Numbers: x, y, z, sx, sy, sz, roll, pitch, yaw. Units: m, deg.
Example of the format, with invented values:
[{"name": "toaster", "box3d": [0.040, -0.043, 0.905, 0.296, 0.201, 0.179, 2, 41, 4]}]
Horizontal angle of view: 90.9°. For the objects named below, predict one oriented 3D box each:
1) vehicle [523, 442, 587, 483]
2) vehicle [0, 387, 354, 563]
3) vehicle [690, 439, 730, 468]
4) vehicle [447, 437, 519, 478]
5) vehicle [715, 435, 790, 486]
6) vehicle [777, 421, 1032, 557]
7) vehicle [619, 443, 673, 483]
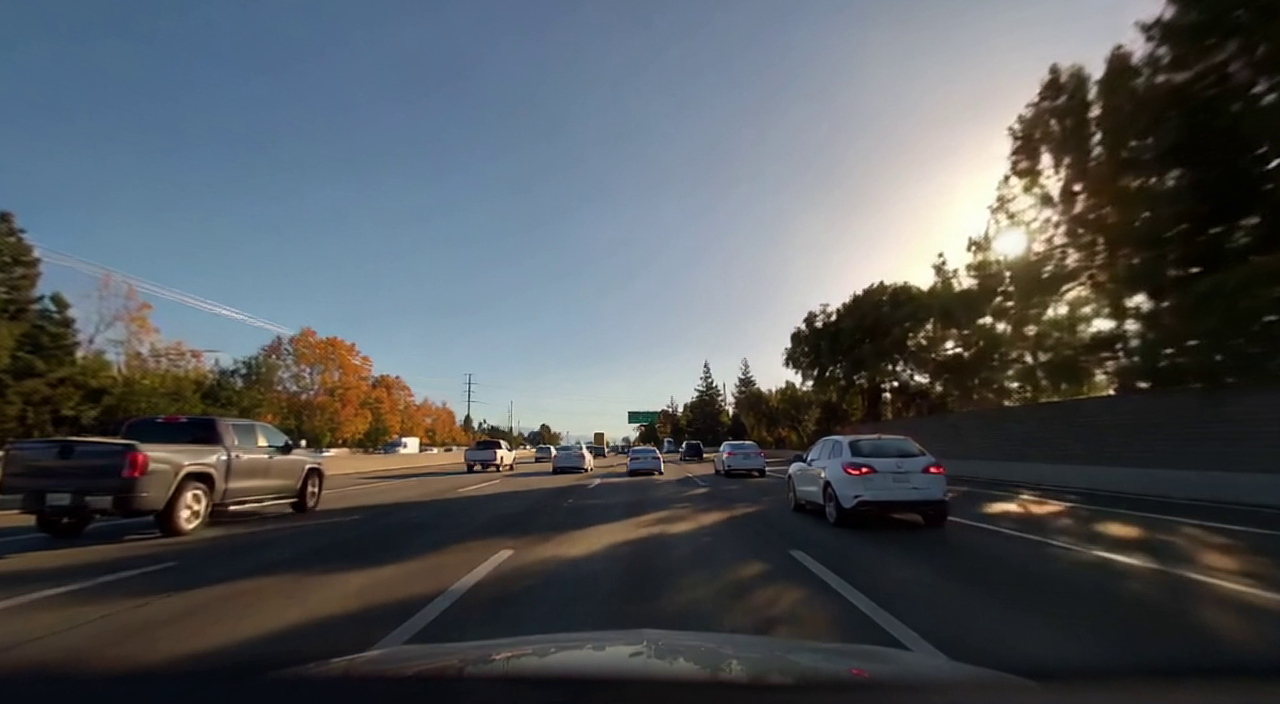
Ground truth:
[{"name": "vehicle", "box3d": [-3.239, 4.305, 24.872, 1.904, 1.479, 4.274, 0, -9, 1]}, {"name": "vehicle", "box3d": [-7.062, 1.790, 9.931, 2.269, 1.936, 5.777, 0, -8, 1]}, {"name": "vehicle", "box3d": [4.593, 6.717, 41.806, 2.195, 1.778, 4.455, 0, -8, 1]}, {"name": "vehicle", "box3d": [-6.832, 4.630, 27.906, 1.978, 1.680, 4.263, 0, -8, 1]}, {"name": "vehicle", "box3d": [4.109, 4.029, 23.735, 2.002, 1.691, 4.290, 0, -8, 0]}, {"name": "vehicle", "box3d": [3.633, 1.958, 9.730, 2.051, 1.595, 4.301, 0, -8, 0]}, {"name": "vehicle", "box3d": [0.229, 4.346, 25.033, 1.966, 1.444, 3.986, 0, -8, 0]}]
